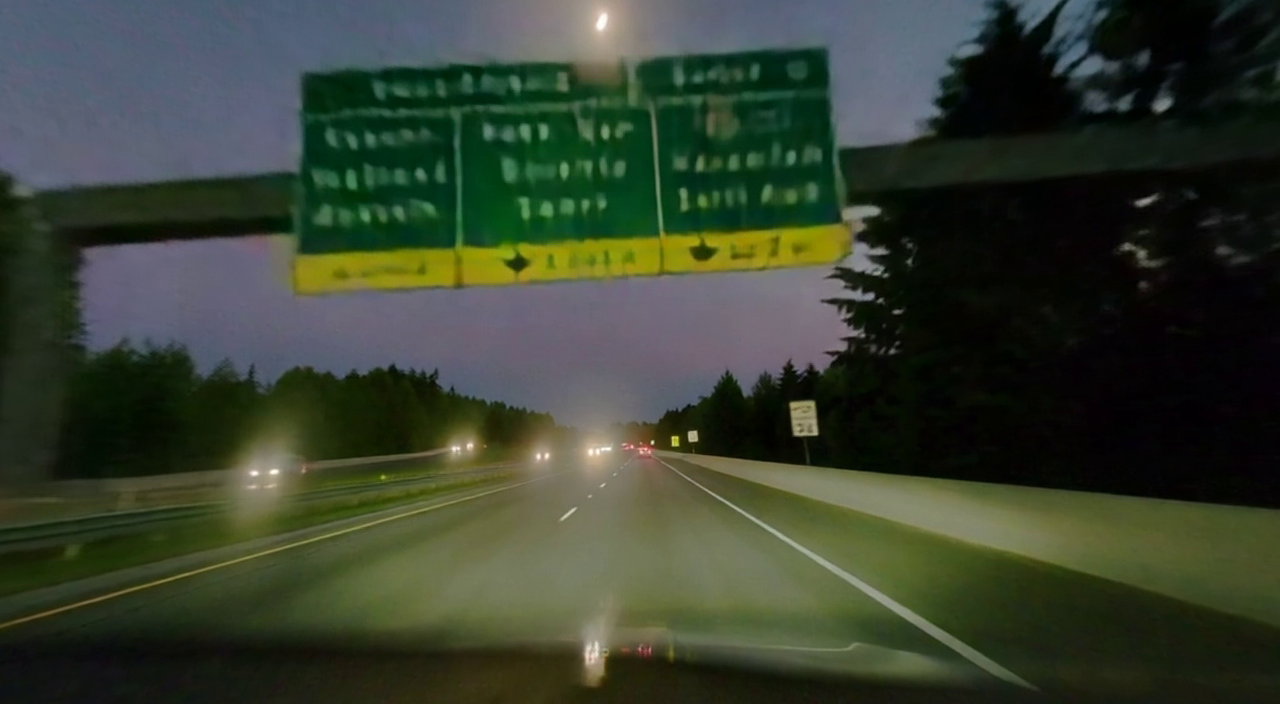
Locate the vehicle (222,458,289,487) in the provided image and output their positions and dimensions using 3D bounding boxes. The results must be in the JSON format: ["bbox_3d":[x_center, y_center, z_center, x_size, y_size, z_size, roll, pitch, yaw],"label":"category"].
[{"bbox_3d":[-26.355,8.250,43.382,2.049,1.755,4.884,1,-9,-8],"label":"vehicle"}]
